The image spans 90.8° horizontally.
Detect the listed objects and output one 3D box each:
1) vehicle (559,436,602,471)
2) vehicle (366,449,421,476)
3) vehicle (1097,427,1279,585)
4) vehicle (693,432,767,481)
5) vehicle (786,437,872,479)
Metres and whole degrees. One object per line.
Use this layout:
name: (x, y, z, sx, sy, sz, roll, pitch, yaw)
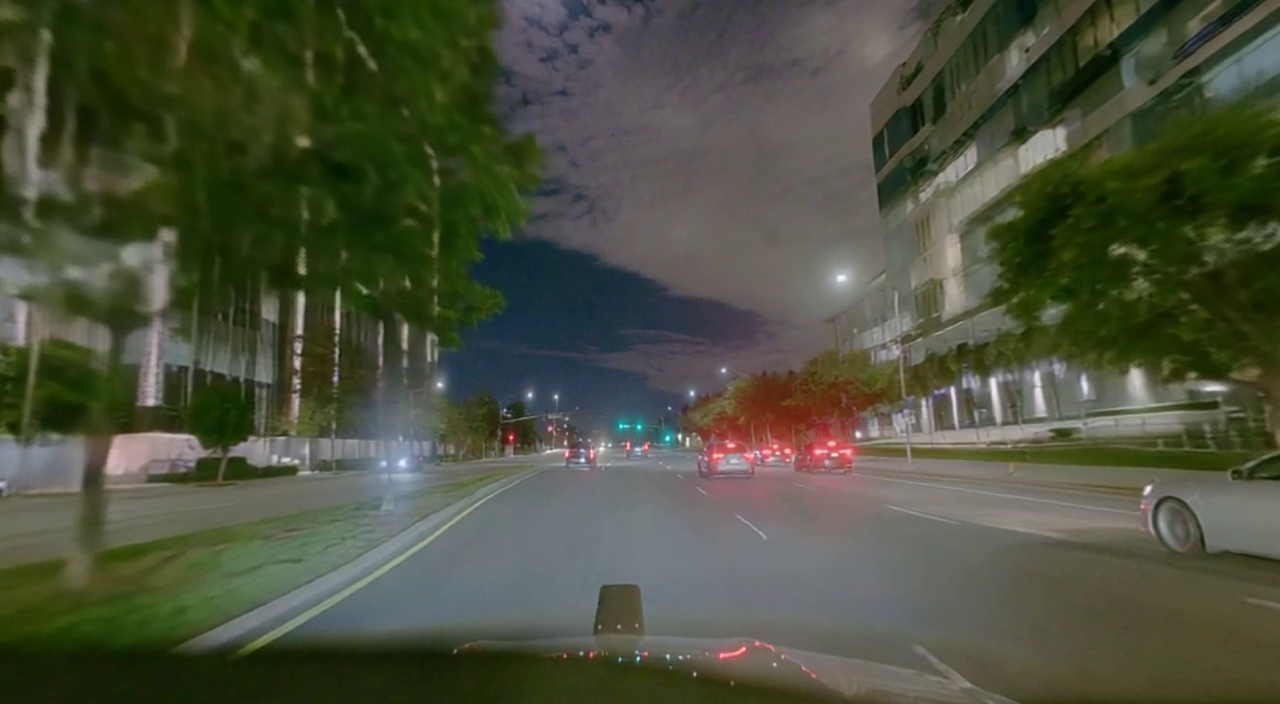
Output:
vehicle: (-3.242, 5.630, 35.232, 2.155, 1.797, 3.989, 0, -8, -2)
vehicle: (-16.781, 7.502, 43.297, 1.954, 1.699, 4.542, 0, -8, 0)
vehicle: (6.821, 1.418, 5.861, 1.830, 1.443, 4.351, 0, -8, -1)
vehicle: (3.515, 4.201, 25.641, 2.152, 1.742, 4.704, 0, -8, -2)
vehicle: (7.518, 4.256, 25.628, 1.944, 1.503, 4.723, 0, -8, -1)
